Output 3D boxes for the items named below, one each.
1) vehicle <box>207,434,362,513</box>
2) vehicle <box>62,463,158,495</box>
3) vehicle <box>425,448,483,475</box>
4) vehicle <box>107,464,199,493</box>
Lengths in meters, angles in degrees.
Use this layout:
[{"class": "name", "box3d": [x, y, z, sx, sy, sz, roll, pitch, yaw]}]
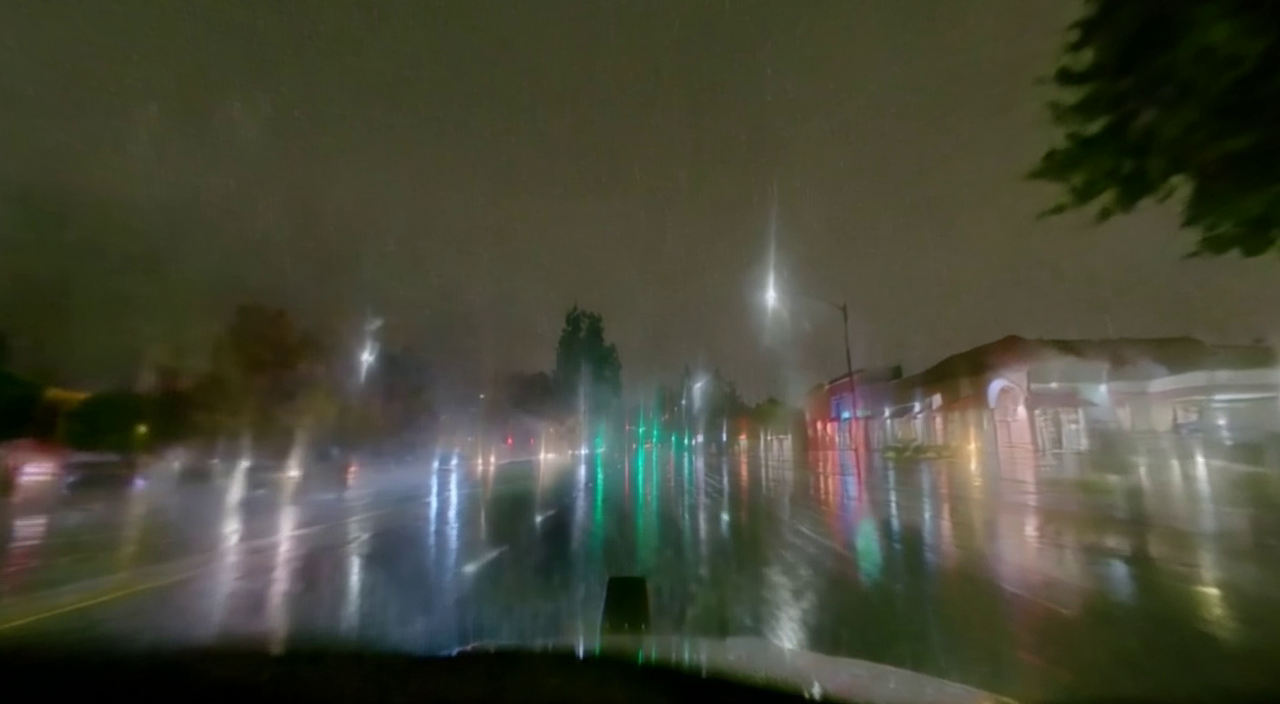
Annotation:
[{"class": "vehicle", "box3d": [-9.445, 3.225, 17.251, 2.012, 1.756, 4.268, -3, -8, -4]}, {"class": "vehicle", "box3d": [-30.987, 7.410, 37.041, 1.903, 1.517, 4.497, -3, -8, -3]}, {"class": "vehicle", "box3d": [-11.408, 6.719, 39.025, 2.070, 1.500, 4.724, -2, -8, 1]}, {"class": "vehicle", "box3d": [-28.585, 7.413, 37.180, 1.865, 1.391, 4.516, 0, -8, 0]}]
